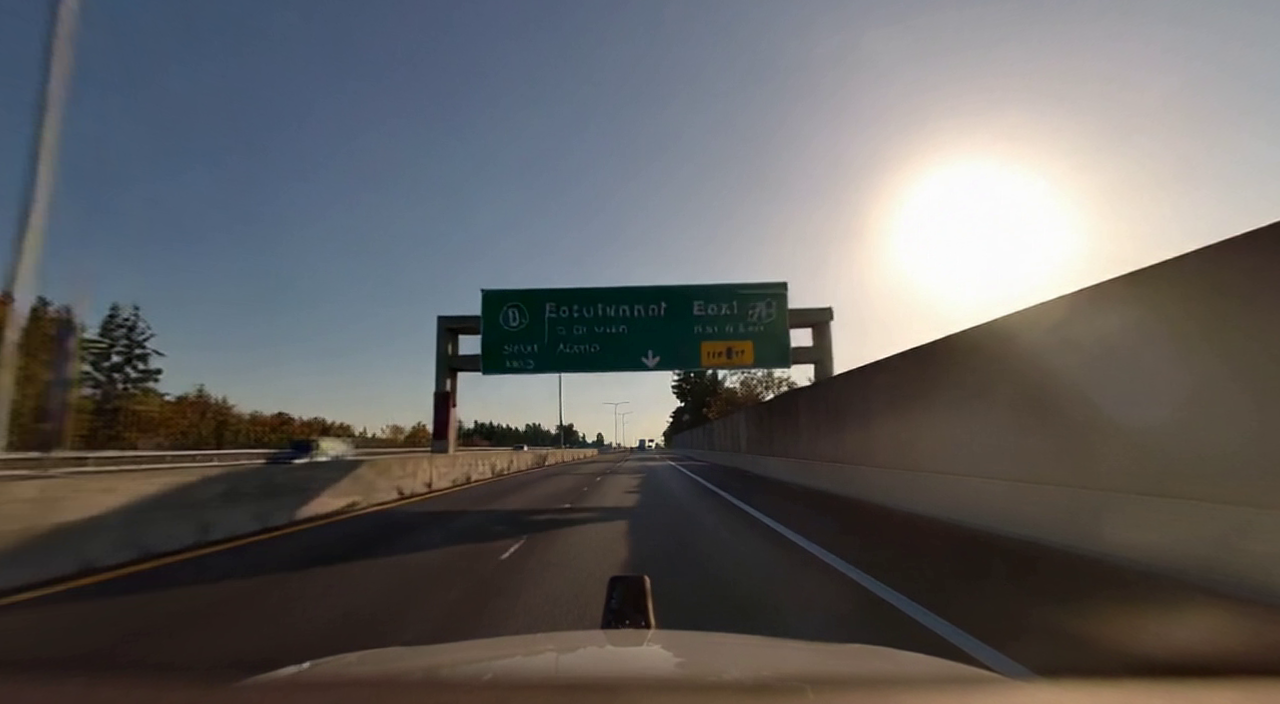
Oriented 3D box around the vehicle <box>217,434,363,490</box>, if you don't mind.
[{"bbox_3d":[-11.728,3.698,21.637,2.044,1.690,5.155,0,-8,0],"label":"vehicle"}]
